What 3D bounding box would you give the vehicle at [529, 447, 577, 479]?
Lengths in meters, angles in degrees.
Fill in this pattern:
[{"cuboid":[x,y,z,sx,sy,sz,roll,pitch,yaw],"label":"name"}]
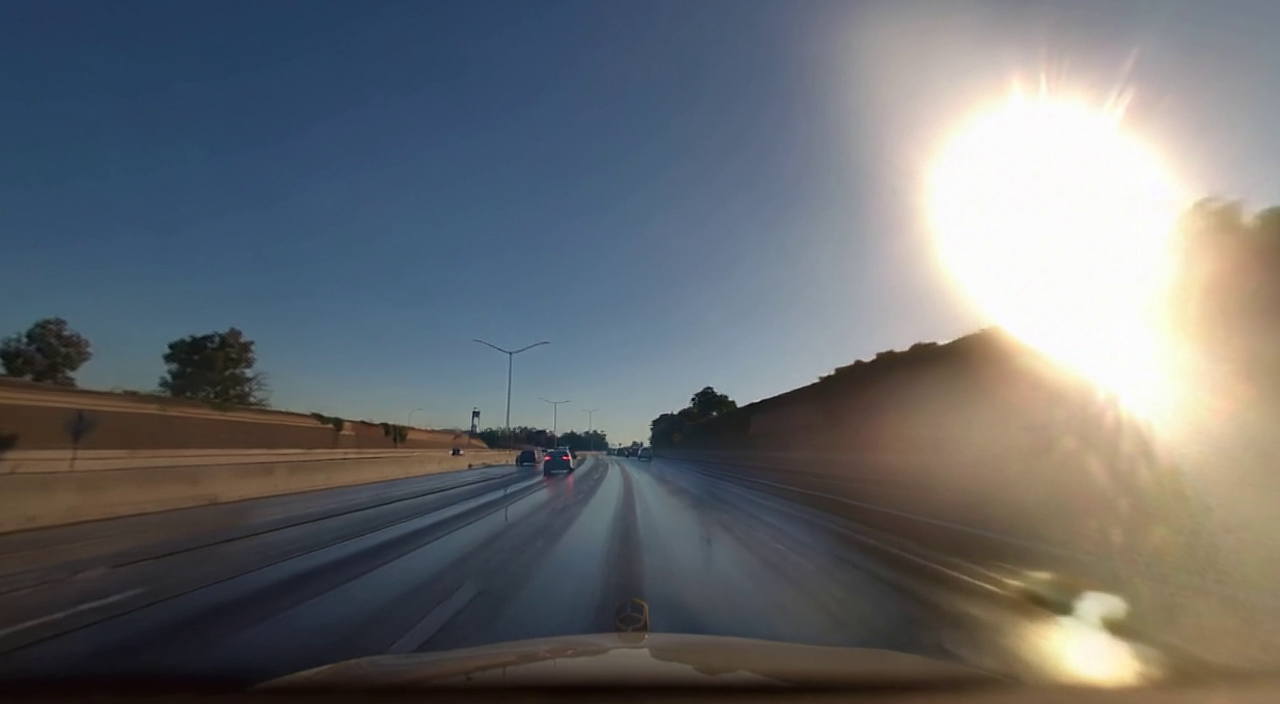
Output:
[{"cuboid":[-4.389,5.670,32.466,2.014,1.481,4.156,0,-9,-2],"label":"vehicle"}]
